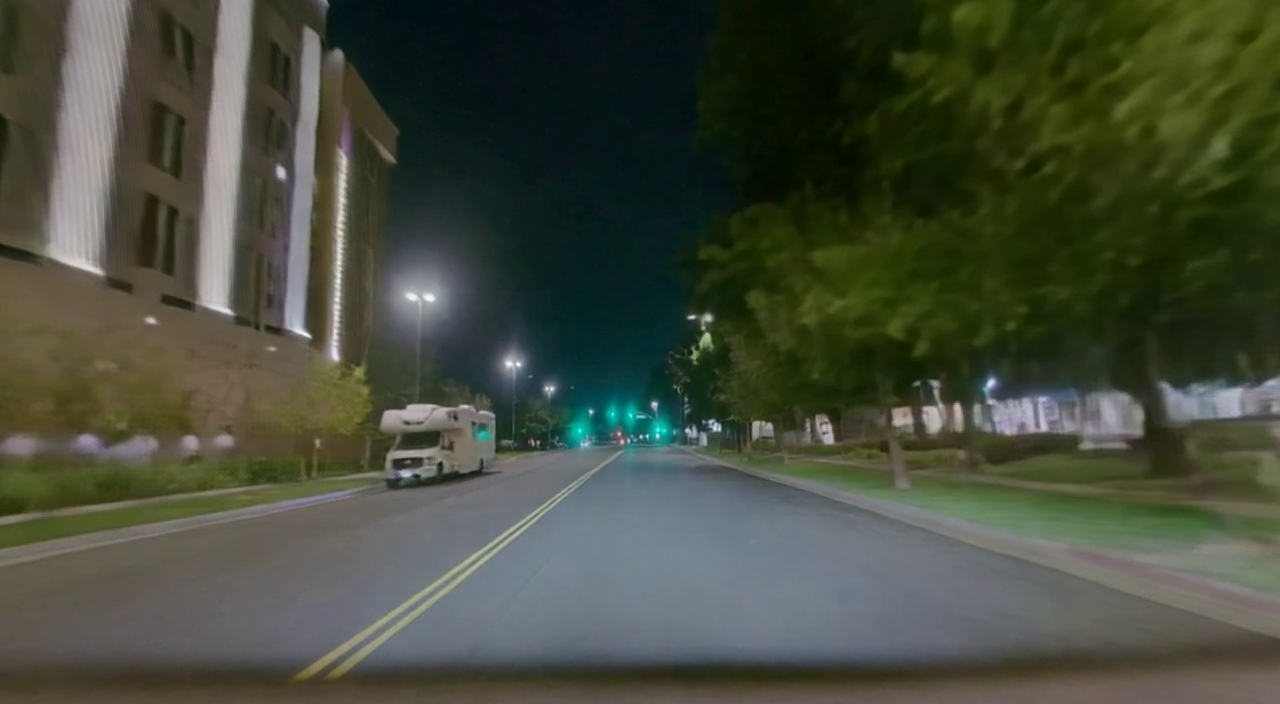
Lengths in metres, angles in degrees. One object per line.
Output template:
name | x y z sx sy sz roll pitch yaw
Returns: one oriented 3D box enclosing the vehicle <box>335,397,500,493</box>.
vehicle | -7.307 3.244 22.234 3.108 2.771 7.999 0 -8 -2
